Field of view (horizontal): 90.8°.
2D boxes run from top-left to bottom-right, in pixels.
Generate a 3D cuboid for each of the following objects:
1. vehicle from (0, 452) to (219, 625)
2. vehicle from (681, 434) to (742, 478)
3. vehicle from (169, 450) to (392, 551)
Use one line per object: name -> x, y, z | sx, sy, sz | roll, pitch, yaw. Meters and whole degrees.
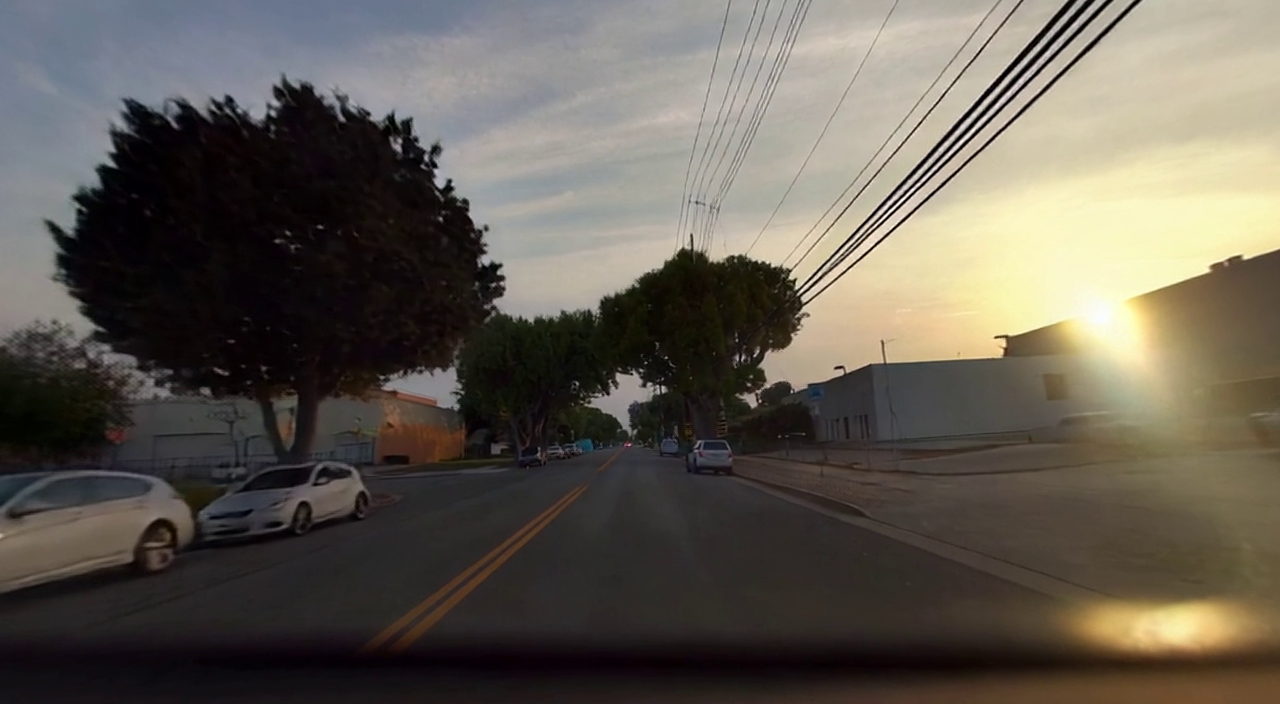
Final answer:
vehicle -> -6.569, 1.803, 6.183 | 1.887, 1.460, 4.444 | -4, -8, 0
vehicle -> 3.135, 4.714, 28.893 | 2.138, 1.820, 5.218 | 0, -8, 0
vehicle -> -6.530, 2.690, 12.143 | 1.804, 1.403, 4.174 | -3, -8, 1
